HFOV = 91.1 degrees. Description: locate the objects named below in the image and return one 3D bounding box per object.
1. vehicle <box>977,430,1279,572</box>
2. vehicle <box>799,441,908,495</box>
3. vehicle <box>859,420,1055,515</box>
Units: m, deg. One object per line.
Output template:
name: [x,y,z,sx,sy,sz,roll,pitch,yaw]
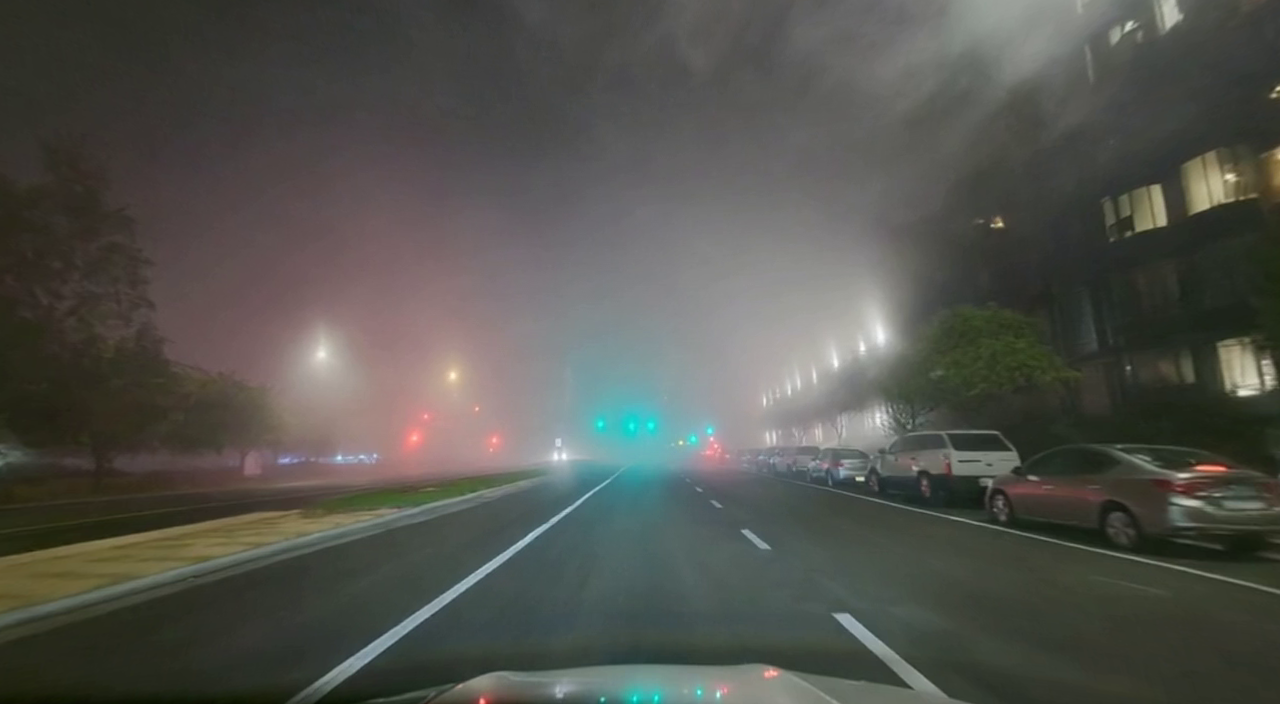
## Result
vehicle: [6.863,1.928,8.956,1.816,1.502,4.363,0,-9,2]
vehicle: [6.746,3.716,20.488,2.020,1.520,4.876,0,-9,3]
vehicle: [6.851,2.563,14.347,1.983,1.772,4.833,0,-9,1]
